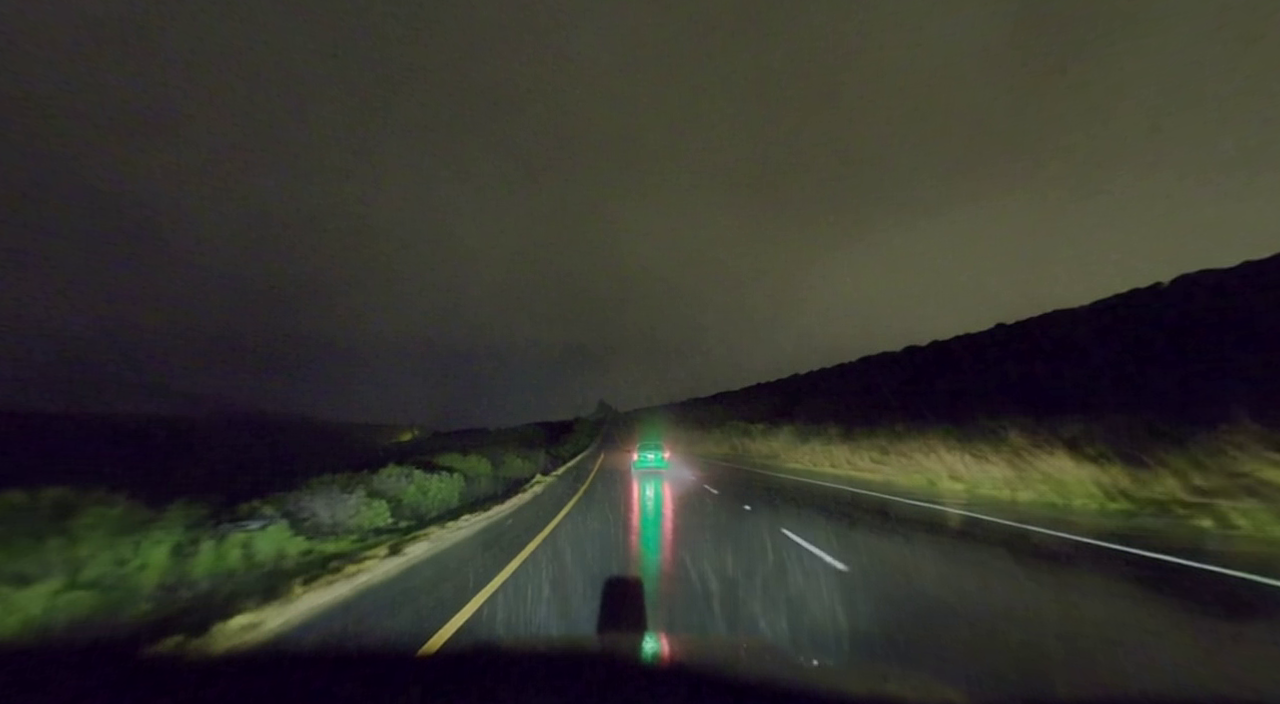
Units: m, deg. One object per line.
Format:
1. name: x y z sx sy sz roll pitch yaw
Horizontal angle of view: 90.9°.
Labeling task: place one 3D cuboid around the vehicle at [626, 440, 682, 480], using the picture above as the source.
1. vehicle: 0.497 4.416 26.105 2.029 1.474 4.183 0 -8 -2
